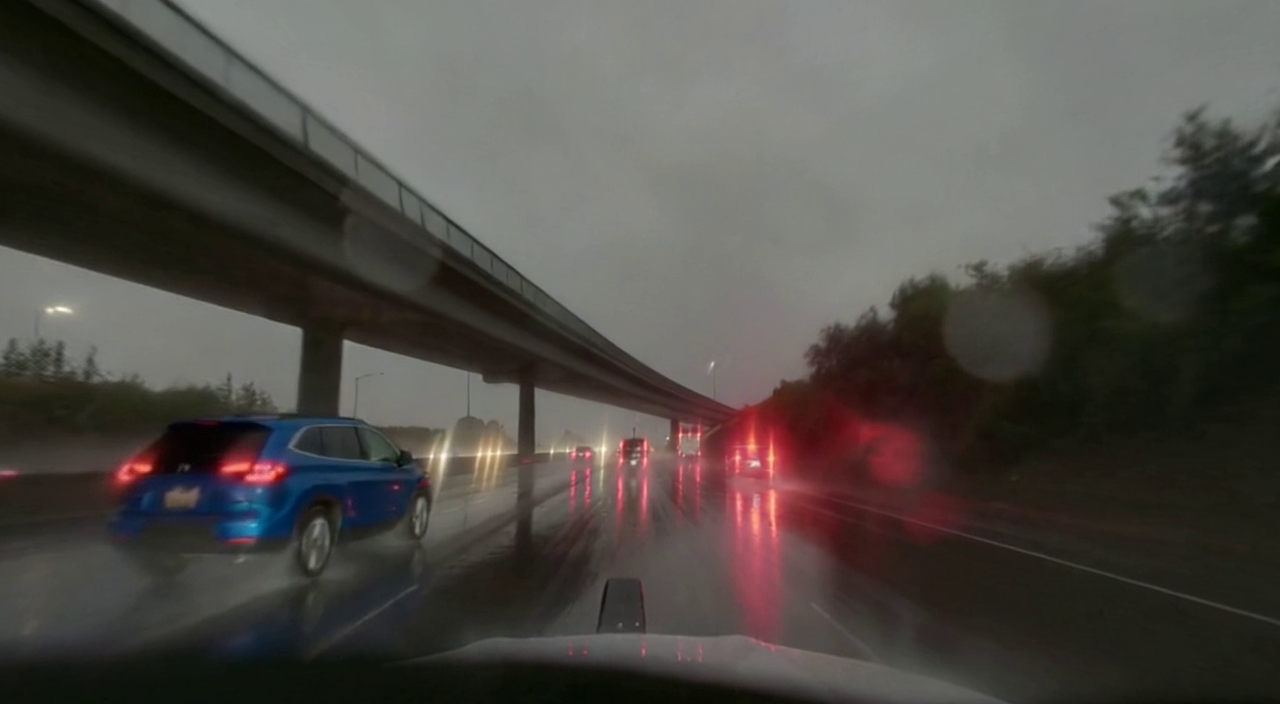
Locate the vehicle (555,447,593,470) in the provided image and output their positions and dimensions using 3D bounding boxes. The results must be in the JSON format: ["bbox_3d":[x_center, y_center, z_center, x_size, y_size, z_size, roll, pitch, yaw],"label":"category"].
[{"bbox_3d":[-4.357,7.094,42.268,1.994,1.475,4.171,0,-9,1],"label":"vehicle"}]

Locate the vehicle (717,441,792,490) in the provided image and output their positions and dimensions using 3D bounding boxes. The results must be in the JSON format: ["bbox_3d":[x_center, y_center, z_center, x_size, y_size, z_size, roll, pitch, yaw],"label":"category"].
[{"bbox_3d":[3.903,3.943,22.120,1.959,1.554,3.795,0,-9,0],"label":"vehicle"}]

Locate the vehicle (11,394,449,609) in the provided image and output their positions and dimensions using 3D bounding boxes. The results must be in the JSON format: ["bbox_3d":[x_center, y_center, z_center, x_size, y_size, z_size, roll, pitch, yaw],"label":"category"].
[{"bbox_3d":[-4.062,1.567,7.496,2.089,1.751,4.515,0,-9,1],"label":"vehicle"}]

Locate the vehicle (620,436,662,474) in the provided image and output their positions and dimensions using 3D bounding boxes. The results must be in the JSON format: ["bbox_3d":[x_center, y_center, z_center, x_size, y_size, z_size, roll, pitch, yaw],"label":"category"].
[{"bbox_3d":[0.068,5.638,34.632,2.155,1.909,4.529,0,-9,0],"label":"vehicle"}]
